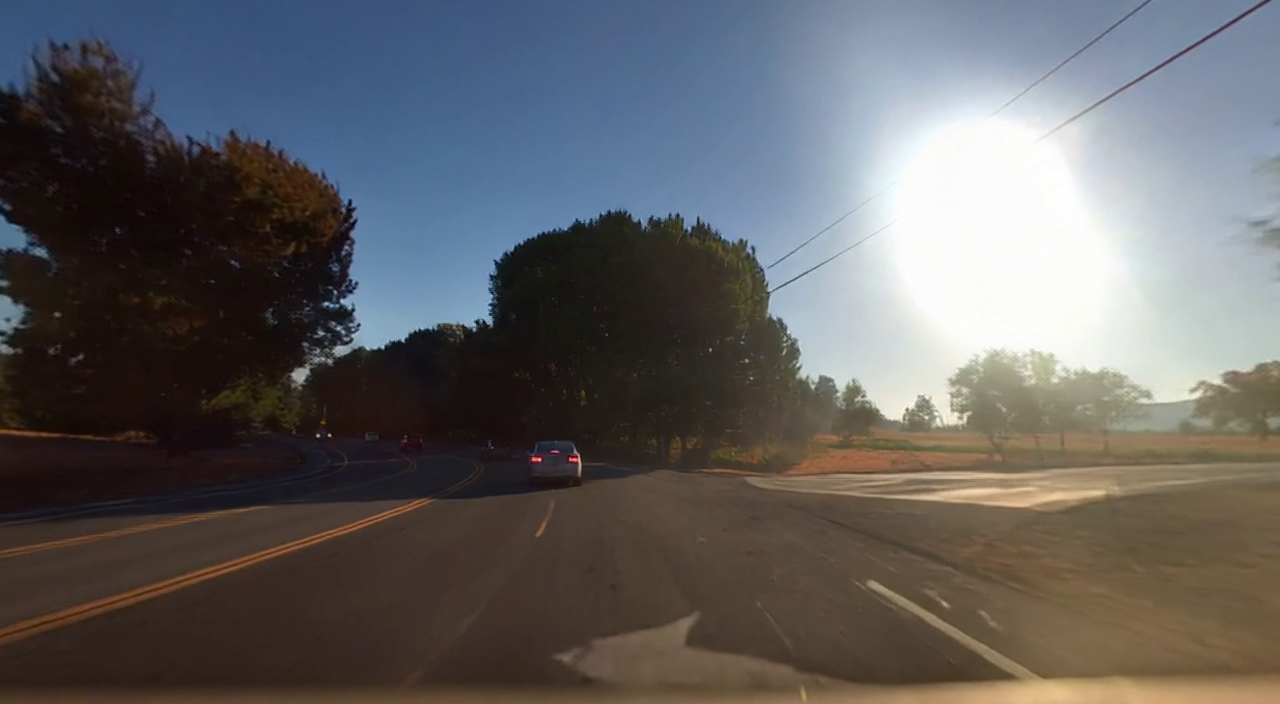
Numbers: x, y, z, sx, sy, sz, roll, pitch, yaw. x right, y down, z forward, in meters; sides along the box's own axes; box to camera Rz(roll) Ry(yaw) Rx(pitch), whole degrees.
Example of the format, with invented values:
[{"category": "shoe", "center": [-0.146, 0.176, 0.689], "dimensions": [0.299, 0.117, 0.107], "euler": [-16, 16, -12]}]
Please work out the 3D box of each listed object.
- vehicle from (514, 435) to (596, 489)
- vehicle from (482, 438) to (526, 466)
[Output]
[{"category": "vehicle", "center": [-2.819, 3.446, 20.022], "dimensions": [2.296, 1.510, 4.068], "euler": [2, -9, -11]}, {"category": "vehicle", "center": [-8.077, 5.875, 37.059], "dimensions": [2.080, 1.530, 3.719], "euler": [3, -9, -19]}]
